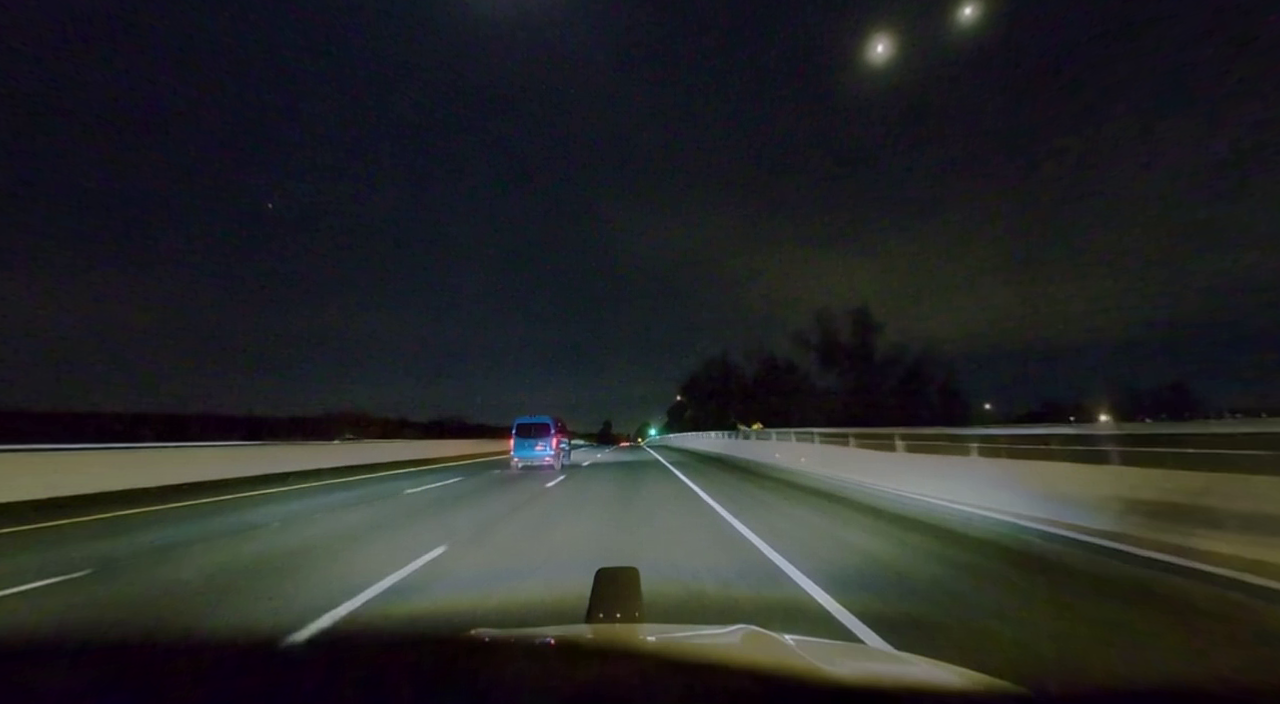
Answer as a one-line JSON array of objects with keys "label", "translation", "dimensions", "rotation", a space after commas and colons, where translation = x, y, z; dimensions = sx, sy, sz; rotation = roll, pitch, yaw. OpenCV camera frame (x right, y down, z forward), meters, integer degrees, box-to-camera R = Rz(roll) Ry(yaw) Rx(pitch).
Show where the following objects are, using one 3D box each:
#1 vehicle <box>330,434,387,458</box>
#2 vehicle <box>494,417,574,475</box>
[{"label": "vehicle", "translation": [-21.294, 7.111, 47.791], "dimensions": [2.024, 1.717, 5.039], "rotation": [0, -8, -1]}, {"label": "vehicle", "translation": [-4.029, 3.659, 24.791], "dimensions": [2.309, 2.053, 4.884], "rotation": [0, -8, 0]}]
